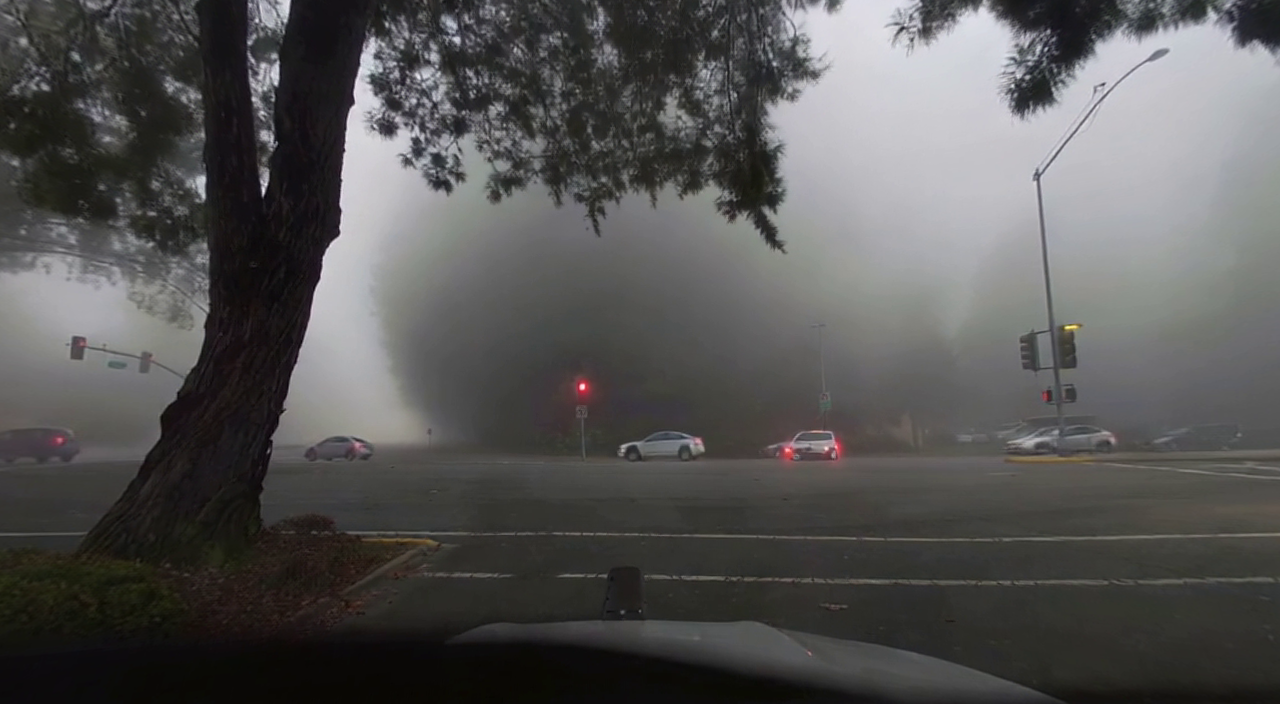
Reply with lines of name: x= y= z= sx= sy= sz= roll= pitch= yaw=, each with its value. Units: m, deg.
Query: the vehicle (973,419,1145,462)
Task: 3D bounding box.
vehicle: x=15.044 y=3.212 z=22.937 sx=4.749 sy=1.461 sz=1.892 roll=-1 pitch=-9 yaw=9

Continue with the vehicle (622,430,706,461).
vehicle: x=1.404 y=5.374 z=36.164 sx=4.590 sy=1.701 sz=1.881 roll=-2 pitch=-9 yaw=11

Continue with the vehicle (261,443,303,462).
vehicle: x=-28.040 y=7.866 z=49.634 sx=2.235 sy=1.417 sz=4.272 roll=3 pitch=-9 yaw=-22

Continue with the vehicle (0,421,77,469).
vehicle: x=-44.488 y=6.563 z=44.499 sx=7.790 sy=3.197 sz=2.653 roll=-2 pitch=-9 yaw=10

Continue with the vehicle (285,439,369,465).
vehicle: x=-19.642 y=6.276 z=39.728 sx=4.370 sy=1.592 sz=1.886 roll=-2 pitch=-9 yaw=10
